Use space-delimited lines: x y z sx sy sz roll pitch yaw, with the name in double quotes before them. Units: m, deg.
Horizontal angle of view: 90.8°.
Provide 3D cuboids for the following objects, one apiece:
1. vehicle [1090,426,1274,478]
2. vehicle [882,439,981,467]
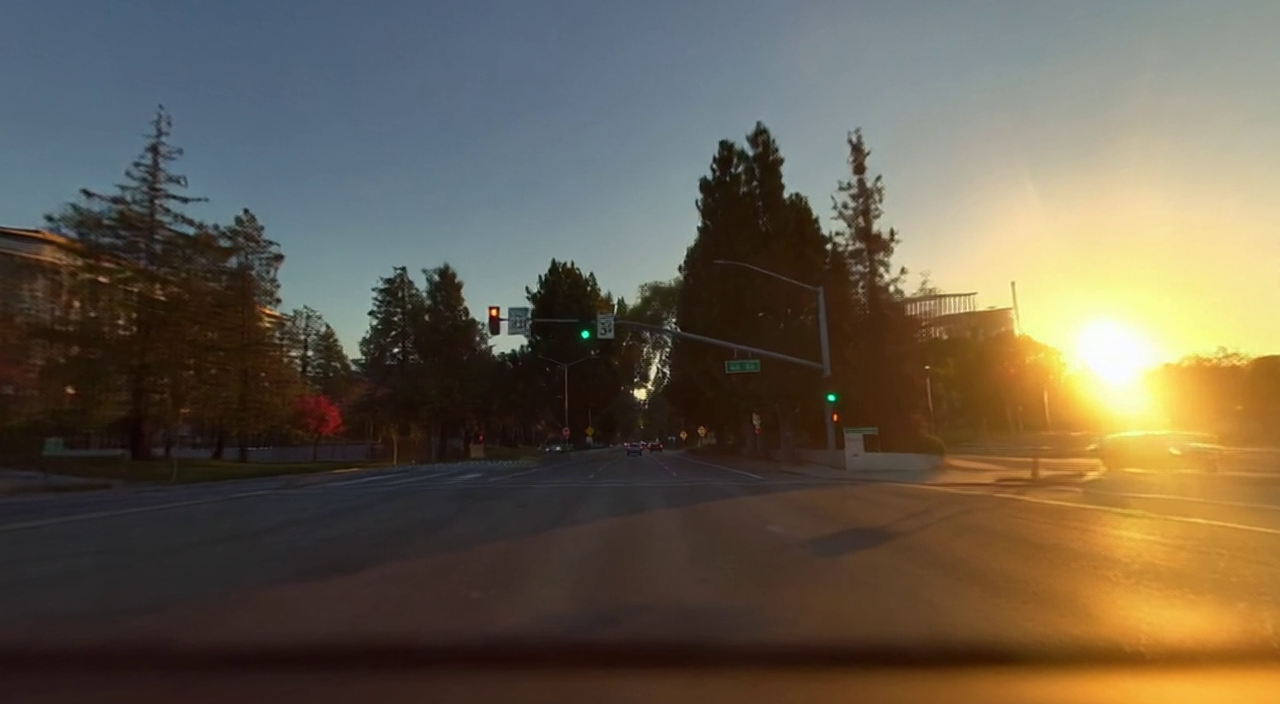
"vehicle" 23.657 4.438 28.154 2.802 1.992 6.440 -2 -9 5
"vehicle" 16.077 5.587 34.996 4.483 1.452 1.924 0 -8 -1
